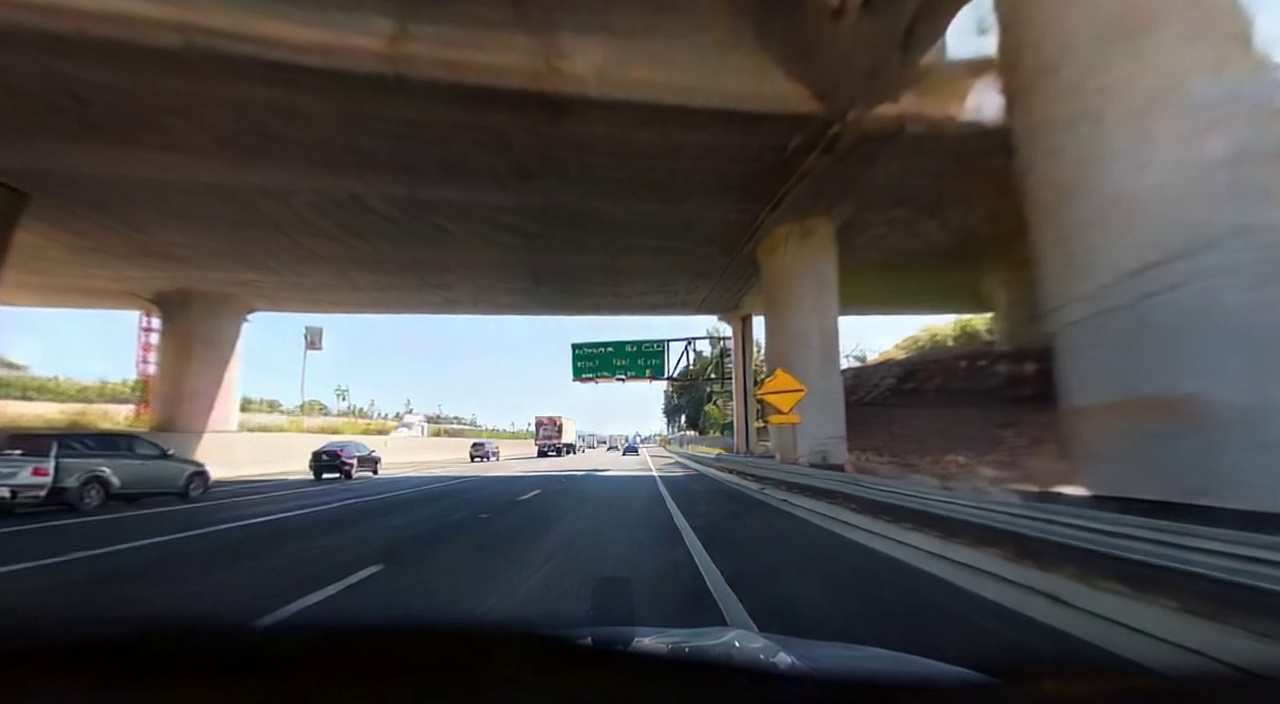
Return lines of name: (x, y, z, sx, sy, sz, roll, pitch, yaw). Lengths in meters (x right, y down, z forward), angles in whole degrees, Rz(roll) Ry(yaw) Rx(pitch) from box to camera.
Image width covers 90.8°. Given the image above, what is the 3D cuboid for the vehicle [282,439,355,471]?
vehicle: (-18.919, 6.065, 37.427, 1.932, 1.752, 4.541, 0, -8, 0)
